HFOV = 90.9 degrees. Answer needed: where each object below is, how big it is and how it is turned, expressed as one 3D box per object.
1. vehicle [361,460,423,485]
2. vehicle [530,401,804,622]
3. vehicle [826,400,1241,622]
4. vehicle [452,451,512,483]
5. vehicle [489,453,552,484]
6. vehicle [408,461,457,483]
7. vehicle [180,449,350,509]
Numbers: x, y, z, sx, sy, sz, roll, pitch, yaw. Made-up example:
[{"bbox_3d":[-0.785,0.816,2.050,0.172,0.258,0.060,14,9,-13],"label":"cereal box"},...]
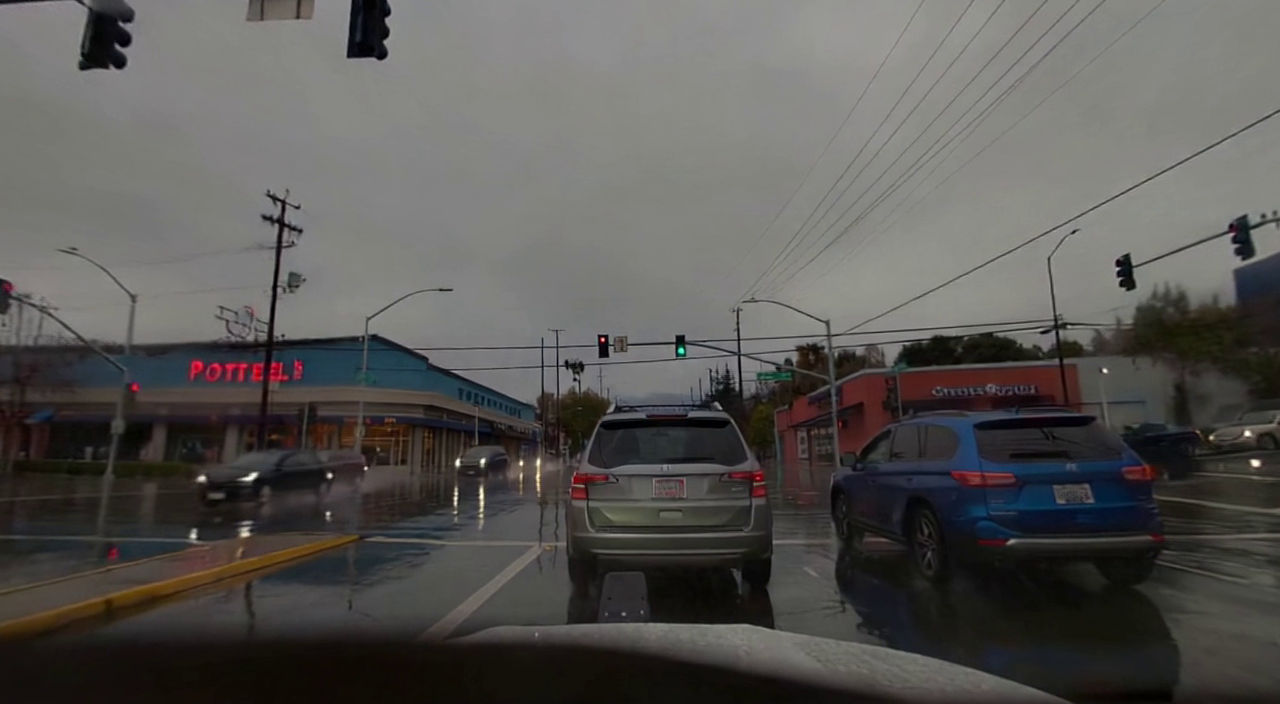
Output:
[{"bbox_3d":[-16.209,7.852,41.457,1.872,1.433,4.404,-1,-8,6],"label":"vehicle"},{"bbox_3d":[0.261,1.503,6.816,2.098,1.682,3.778,0,-8,2],"label":"vehicle"},{"bbox_3d":[3.612,1.516,6.961,1.976,1.664,4.189,-1,-8,2],"label":"vehicle"},{"bbox_3d":[-9.447,6.905,38.201,2.029,1.776,4.711,-1,-8,6],"label":"vehicle"},{"bbox_3d":[-6.202,6.095,33.263,2.017,1.468,4.663,-1,-8,5],"label":"vehicle"},{"bbox_3d":[-15.486,8.956,47.265,1.875,1.475,4.449,-1,-8,5],"label":"vehicle"},{"bbox_3d":[-10.706,3.624,18.532,1.911,1.461,4.691,-1,-8,4],"label":"vehicle"}]
